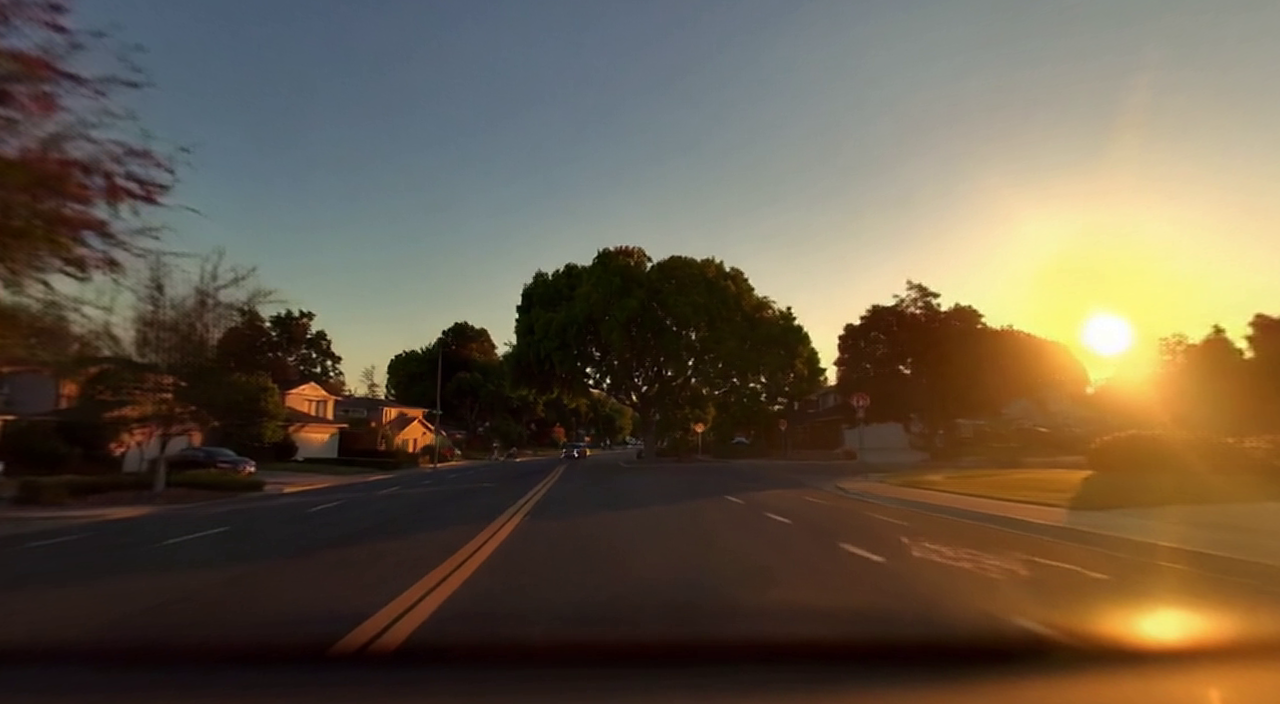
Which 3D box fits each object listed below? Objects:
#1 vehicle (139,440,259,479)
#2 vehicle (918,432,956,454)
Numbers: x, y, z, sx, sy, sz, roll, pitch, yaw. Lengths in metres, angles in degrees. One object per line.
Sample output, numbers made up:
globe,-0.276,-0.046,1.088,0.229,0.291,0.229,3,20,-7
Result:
vehicle,-21.133,5.152,30.427,4.050,1.755,2.243,1,-8,-2
vehicle,23.167,7.114,49.421,2.000,1.594,4.976,-4,-9,18
